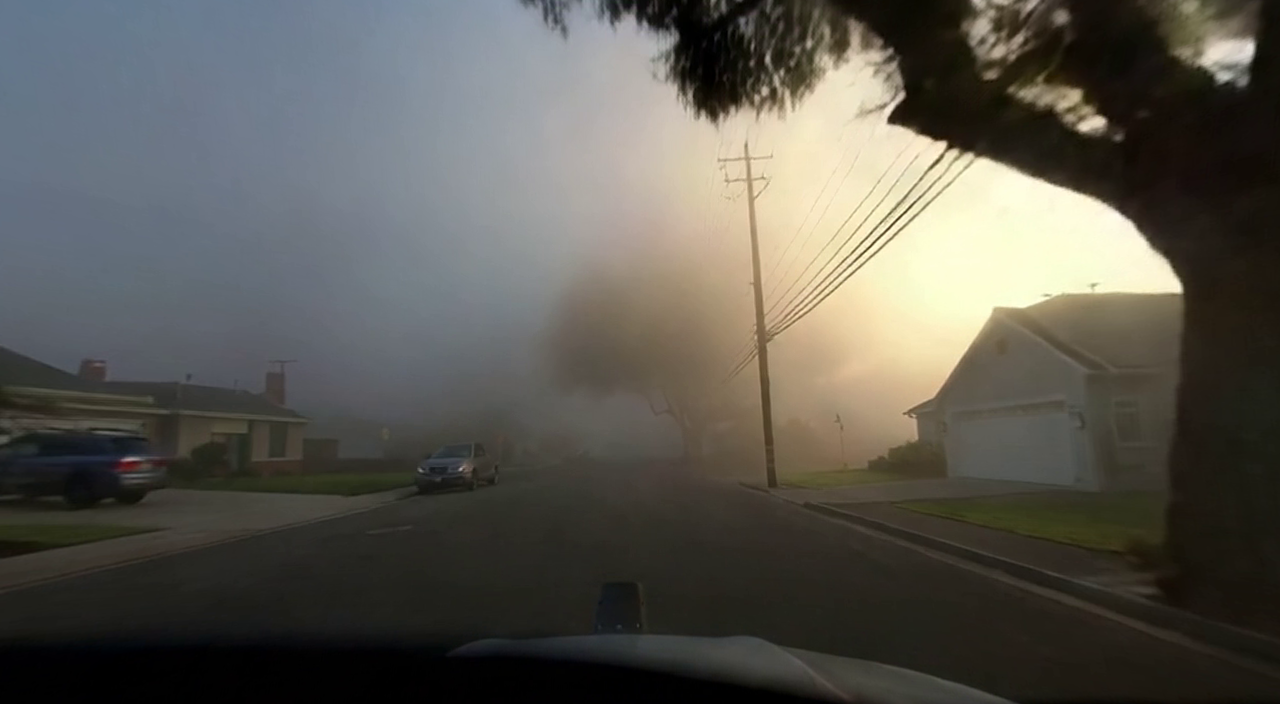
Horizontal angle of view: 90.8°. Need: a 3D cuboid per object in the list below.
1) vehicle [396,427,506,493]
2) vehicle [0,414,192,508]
[{"bbox_3d":[-7.148,4.230,24.811,2.739,2.164,6.065,-1,-9,-3],"label":"vehicle"},{"bbox_3d":[-13.771,2.499,14.634,5.033,1.997,2.126,0,-9,-2],"label":"vehicle"}]
